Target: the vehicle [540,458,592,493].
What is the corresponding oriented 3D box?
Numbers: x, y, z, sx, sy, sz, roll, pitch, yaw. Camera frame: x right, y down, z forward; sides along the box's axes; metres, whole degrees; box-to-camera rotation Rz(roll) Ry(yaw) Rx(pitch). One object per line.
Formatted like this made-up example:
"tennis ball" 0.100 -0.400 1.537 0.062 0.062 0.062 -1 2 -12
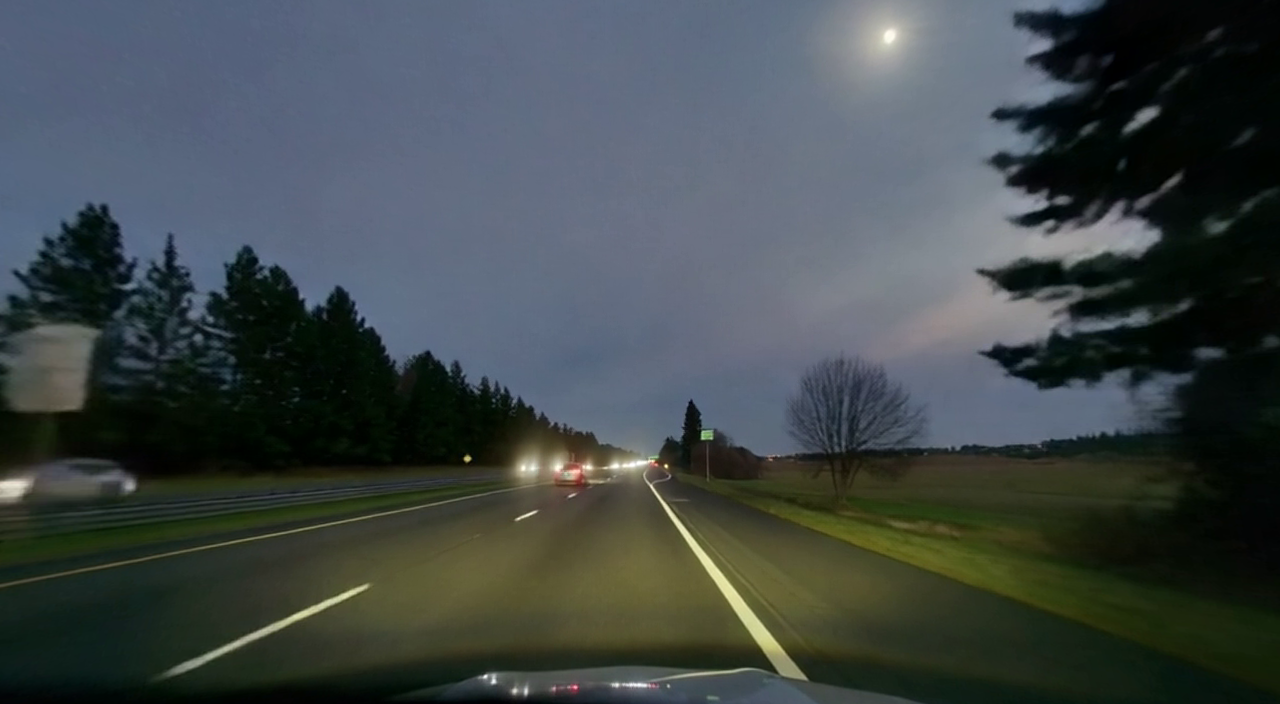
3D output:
"vehicle" -3.724 6.343 32.431 2.042 1.629 4.276 1 -10 1
